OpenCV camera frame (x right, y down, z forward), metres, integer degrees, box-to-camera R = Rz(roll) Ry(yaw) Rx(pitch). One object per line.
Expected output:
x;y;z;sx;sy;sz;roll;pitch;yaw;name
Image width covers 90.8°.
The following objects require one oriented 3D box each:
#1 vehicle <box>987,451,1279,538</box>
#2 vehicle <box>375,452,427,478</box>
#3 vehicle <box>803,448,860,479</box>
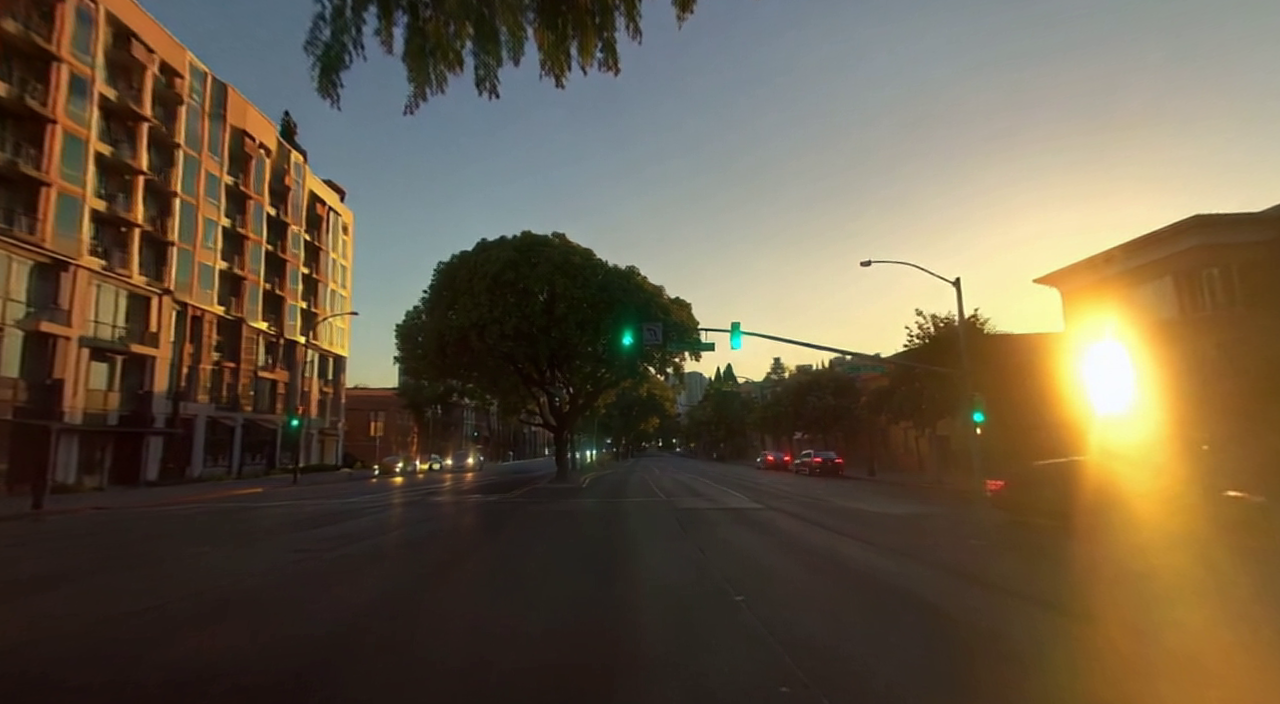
9.977;2.776;12.943;4.683;1.460;1.933;-7;-11;38;vehicle
-16.910;7.994;44.837;2.075;1.708;4.335;0;-8;-2;vehicle
12.667;7.373;42.180;2.181;1.876;4.723;0;-8;-2;vehicle
